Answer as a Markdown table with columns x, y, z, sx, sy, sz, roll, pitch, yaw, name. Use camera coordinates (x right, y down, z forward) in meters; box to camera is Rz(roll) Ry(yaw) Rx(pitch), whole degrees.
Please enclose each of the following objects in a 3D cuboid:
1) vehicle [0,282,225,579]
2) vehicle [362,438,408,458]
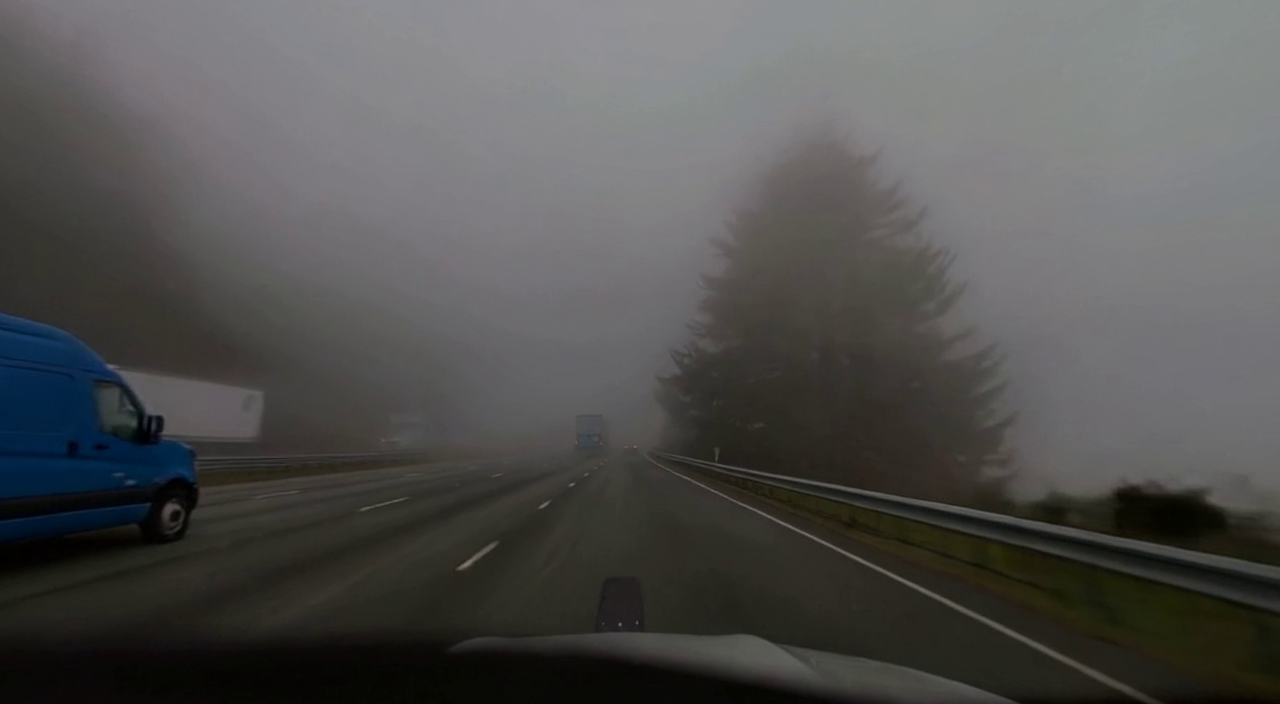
| x | y | z | sx | sy | sz | roll | pitch | yaw | name |
| --- | --- | --- | --- | --- | --- | --- | --- | --- | --- |
| -7.191 | 0.687 | 5.564 | 2.396 | 2.763 | 6.935 | 0 | -8 | -1 | vehicle |
| -19.303 | 7.254 | 47.892 | 1.973 | 1.400 | 3.948 | 0 | -8 | -1 | vehicle |
